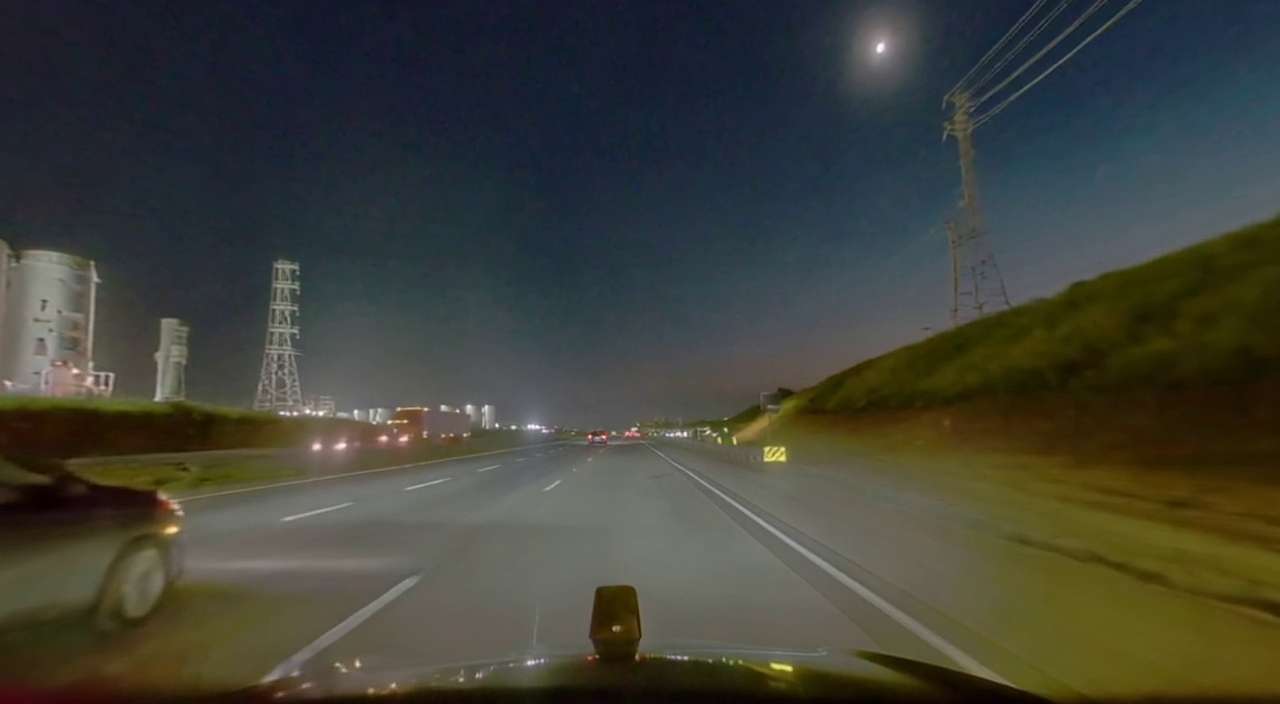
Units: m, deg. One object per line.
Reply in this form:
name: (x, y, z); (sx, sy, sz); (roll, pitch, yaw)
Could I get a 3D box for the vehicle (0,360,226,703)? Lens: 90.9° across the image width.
vehicle: (-3.930, 0.774, 2.296); (2.023, 1.621, 4.174); (0, -7, -1)

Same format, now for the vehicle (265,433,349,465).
vehicle: (-16.262, 4.724, 31.038); (1.805, 1.466, 4.372); (0, -7, -1)
